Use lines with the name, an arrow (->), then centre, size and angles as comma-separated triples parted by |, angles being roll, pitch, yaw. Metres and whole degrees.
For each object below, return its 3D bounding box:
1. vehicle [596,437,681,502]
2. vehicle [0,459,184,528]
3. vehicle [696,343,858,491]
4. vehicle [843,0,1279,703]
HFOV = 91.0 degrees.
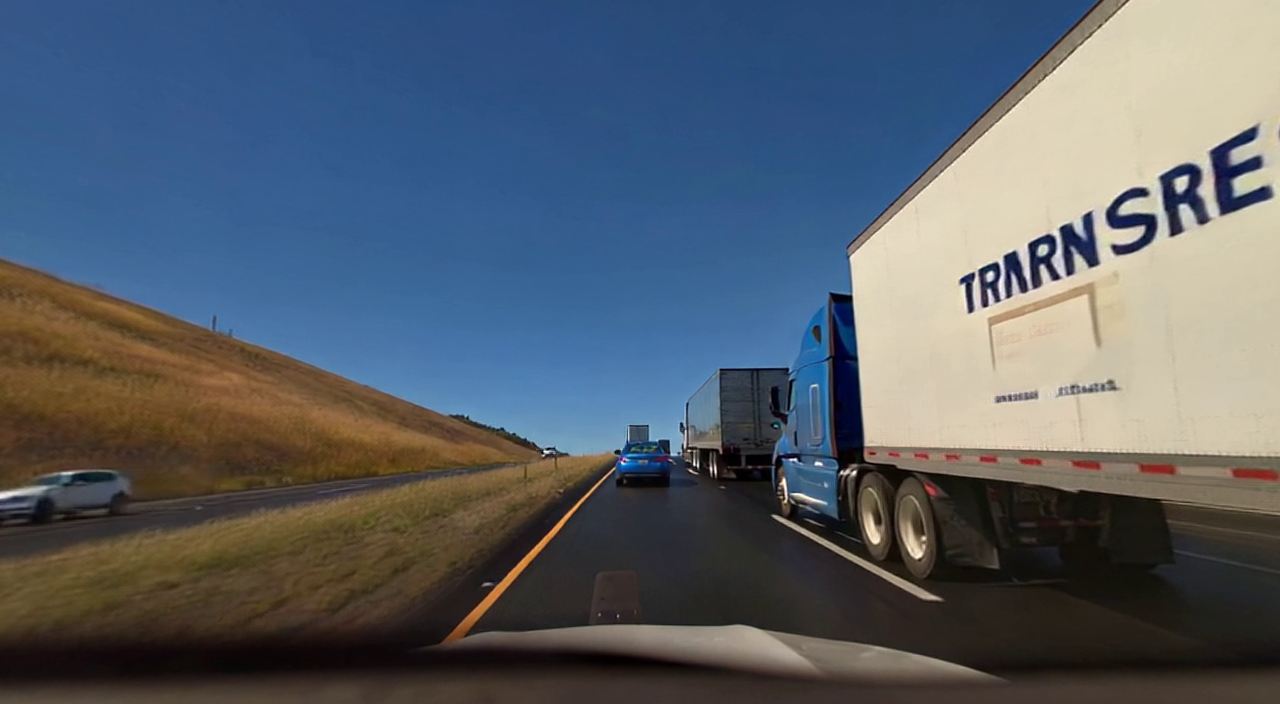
vehicle -> -0.074, 3.091, 17.001 | 2.045, 1.507, 3.763 | 0, -8, -1
vehicle -> -15.132, 3.762, 17.233 | 2.081, 1.476, 4.233 | -1, -8, 0
vehicle -> 4.327, 2.509, 22.916 | 3.235, 4.197, 9.908 | 0, -8, -2
vehicle -> 4.366, -0.823, 0.294 | 3.410, 4.438, 14.410 | 0, -8, -1
